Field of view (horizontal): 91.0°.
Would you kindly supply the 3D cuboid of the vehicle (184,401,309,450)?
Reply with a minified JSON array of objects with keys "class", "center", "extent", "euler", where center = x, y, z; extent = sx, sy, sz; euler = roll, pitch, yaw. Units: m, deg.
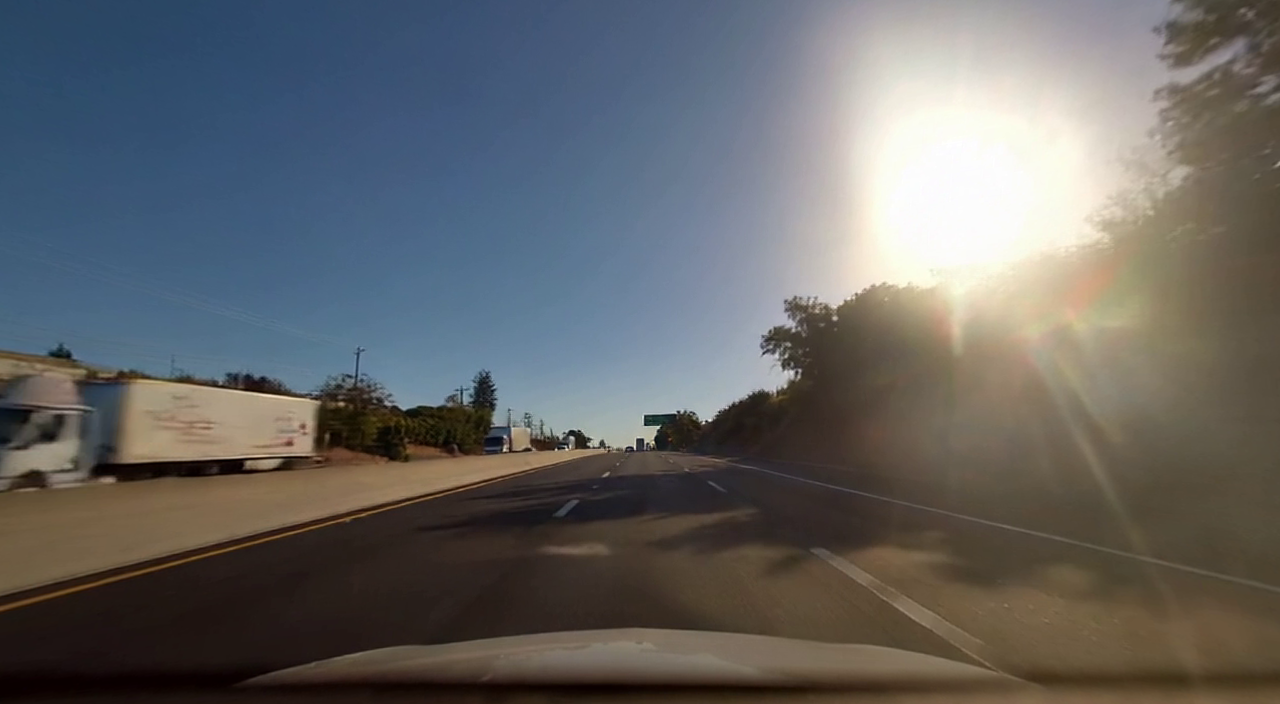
[{"class":"vehicle","center":[-18.131,3.507,29.411],"extent":[2.087,2.096,5.564],"euler":[0,-8,2]}]

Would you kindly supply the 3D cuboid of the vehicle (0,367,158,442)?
[{"class":"vehicle","center":[-18.229,1.757,19.247],"extent":[2.301,1.979,5.870],"euler":[0,-8,0]}]

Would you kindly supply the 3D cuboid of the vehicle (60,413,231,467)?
[{"class":"vehicle","center":[-18.017,3.278,23.358],"extent":[2.169,1.756,5.078],"euler":[0,-8,1]}]
